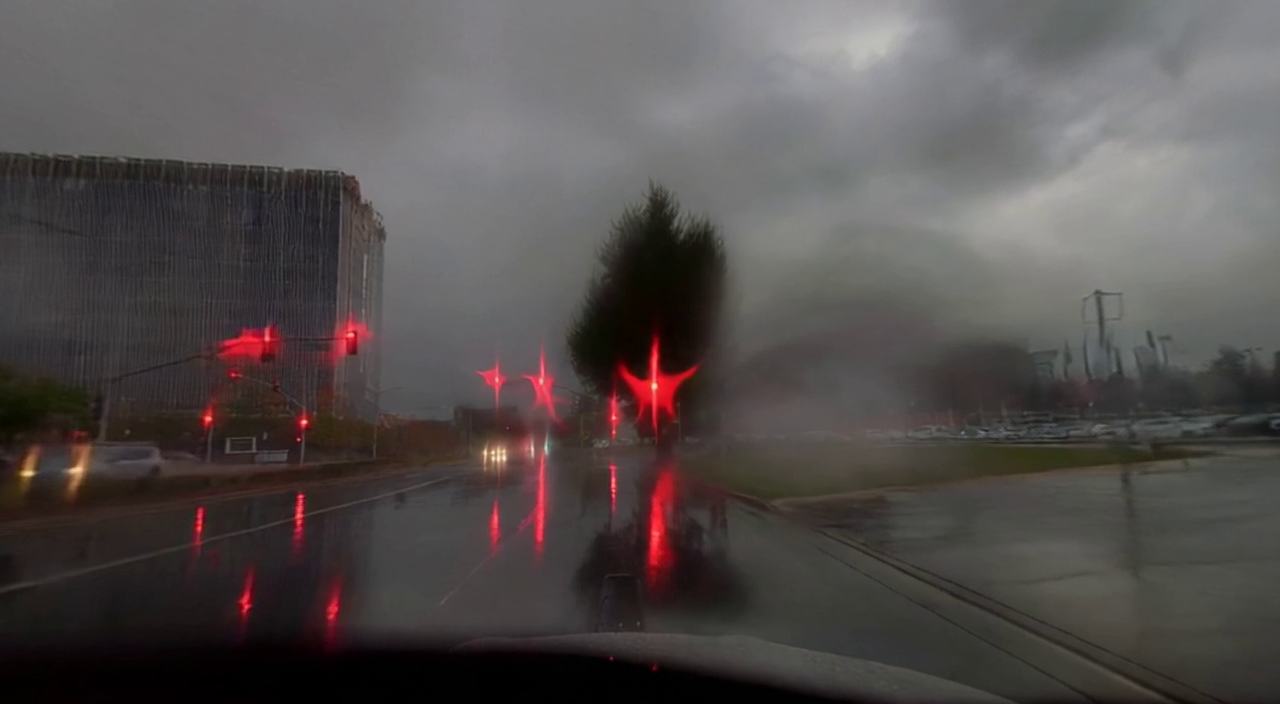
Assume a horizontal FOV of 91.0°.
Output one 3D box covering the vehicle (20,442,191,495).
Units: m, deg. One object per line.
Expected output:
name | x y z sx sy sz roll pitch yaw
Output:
vehicle | -17.769 3.868 21.306 1.870 1.594 4.447 0 -9 -1
